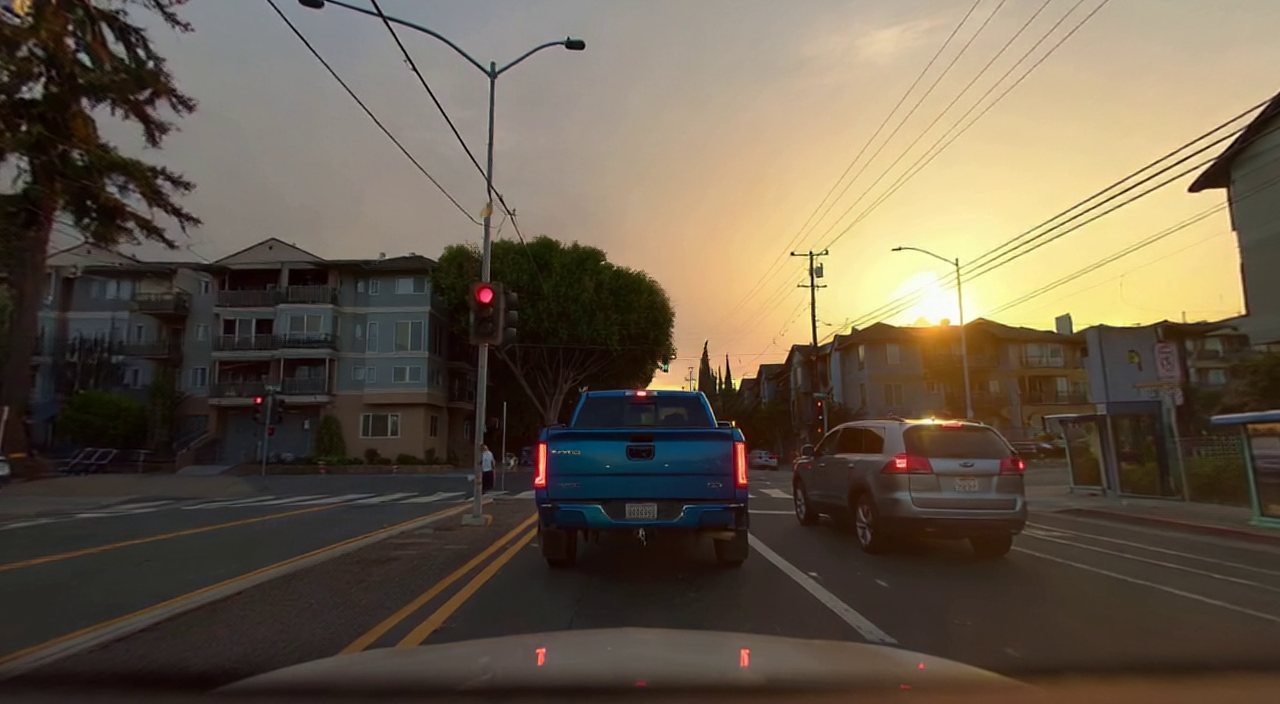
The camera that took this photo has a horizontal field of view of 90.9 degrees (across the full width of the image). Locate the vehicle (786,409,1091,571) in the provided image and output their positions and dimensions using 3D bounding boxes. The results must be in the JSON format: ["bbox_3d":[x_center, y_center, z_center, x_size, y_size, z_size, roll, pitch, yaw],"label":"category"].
[{"bbox_3d":[3.838,1.862,9.362,2.131,1.759,4.762,0,-8,-1],"label":"vehicle"}]

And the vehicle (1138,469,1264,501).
[{"bbox_3d":[26.400,6.267,29.780,4.071,1.388,1.884,0,-8,1],"label":"vehicle"}]

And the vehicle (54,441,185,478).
[{"bbox_3d":[-24.860,5.135,30.199,4.563,1.692,1.778,0,-8,-2],"label":"vehicle"}]

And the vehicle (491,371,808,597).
[{"bbox_3d":[0.109,1.518,8.086,2.738,1.959,5.070,0,-8,1],"label":"vehicle"}]

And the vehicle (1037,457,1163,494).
[{"bbox_3d":[21.771,5.845,29.966,4.498,1.618,1.843,0,-8,0],"label":"vehicle"}]
